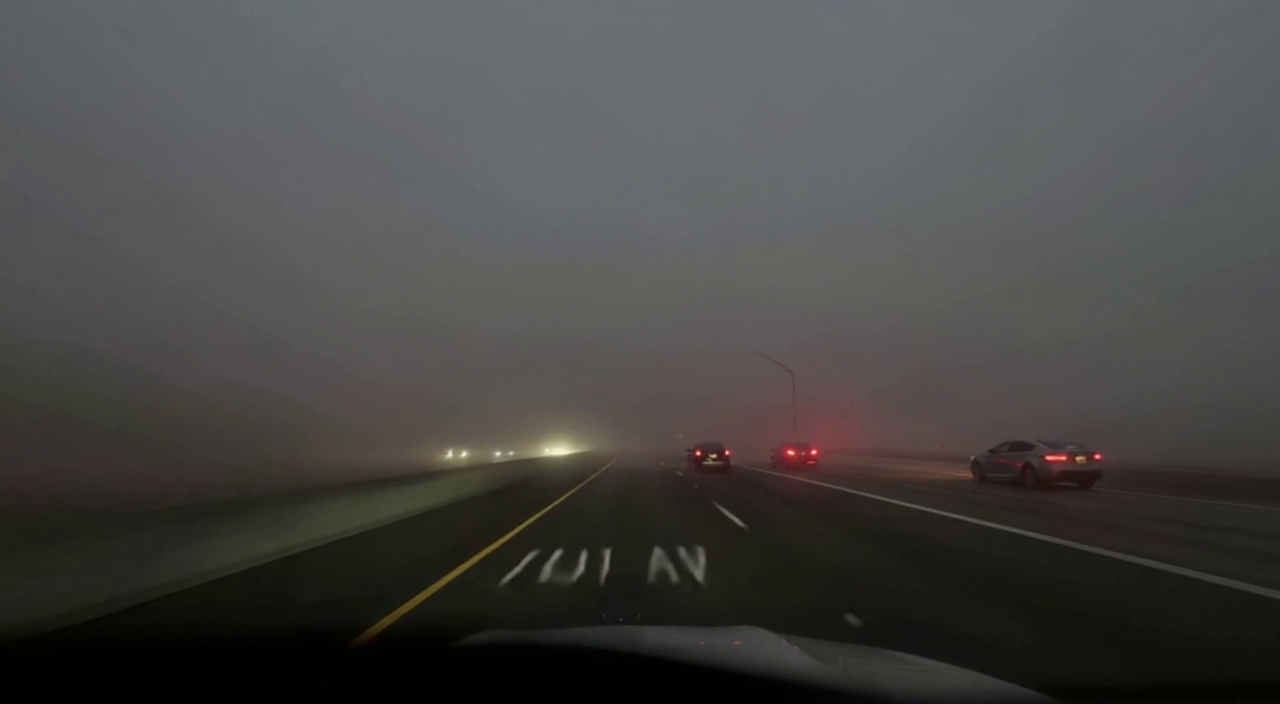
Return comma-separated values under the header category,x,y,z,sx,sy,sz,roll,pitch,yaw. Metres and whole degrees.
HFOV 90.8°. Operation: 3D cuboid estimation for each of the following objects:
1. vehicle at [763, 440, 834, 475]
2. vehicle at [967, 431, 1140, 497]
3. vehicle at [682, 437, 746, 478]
category,x,y,z,sx,sy,sz,roll,pitch,yaw
vehicle,7.051,4.731,28.542,1.952,1.442,4.259,0,-9,-2
vehicle,10.886,2.964,17.069,1.844,1.560,4.085,0,-9,-1
vehicle,3.034,4.445,26.873,1.977,1.601,4.598,0,-9,-2
